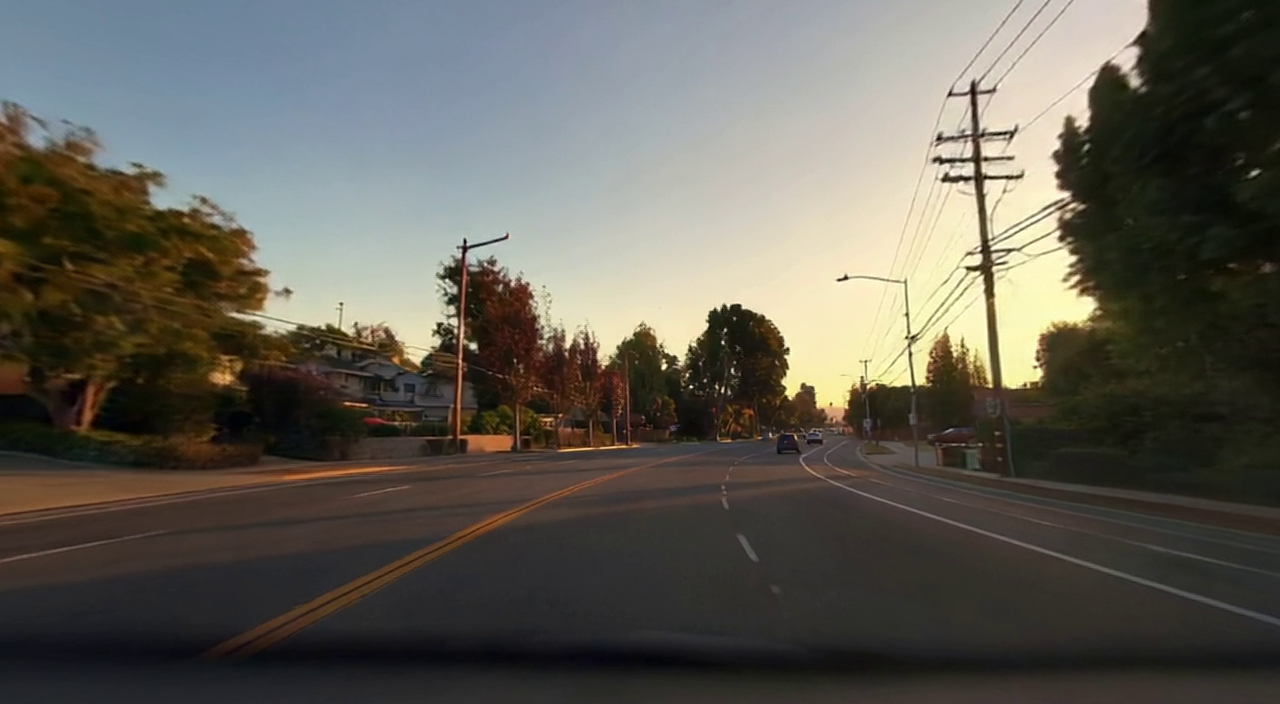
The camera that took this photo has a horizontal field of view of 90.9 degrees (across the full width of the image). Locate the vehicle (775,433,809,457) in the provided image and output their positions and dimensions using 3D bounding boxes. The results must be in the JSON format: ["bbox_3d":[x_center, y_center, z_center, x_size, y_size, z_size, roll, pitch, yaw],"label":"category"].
[{"bbox_3d":[9.805,6.028,40.730,1.982,1.451,4.152,-2,-9,13],"label":"vehicle"}]
